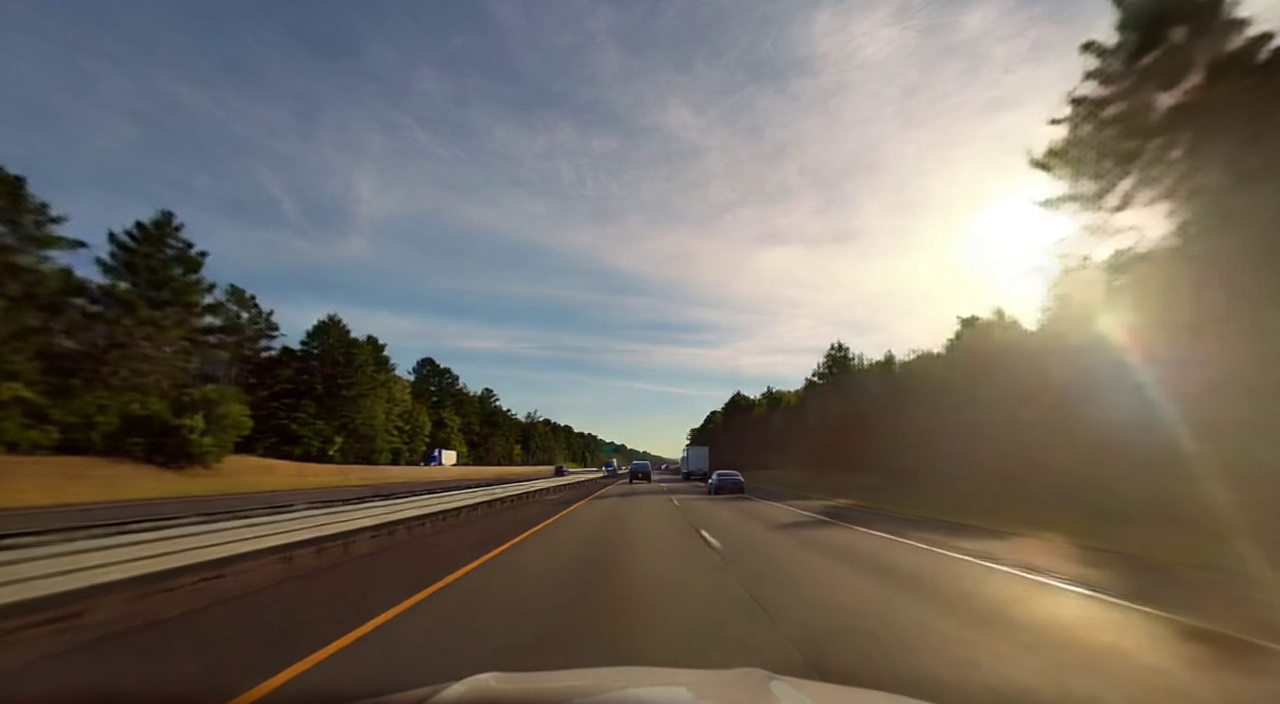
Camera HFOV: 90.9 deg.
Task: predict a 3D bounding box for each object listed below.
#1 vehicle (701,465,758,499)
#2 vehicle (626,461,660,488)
[{"bbox_3d":[4.410,6.500,31.863,2.073,1.532,4.969,1,-10,-1],"label":"vehicle"},{"bbox_3d":[0.248,8.549,43.982,2.212,1.717,4.452,0,-10,1],"label":"vehicle"}]
